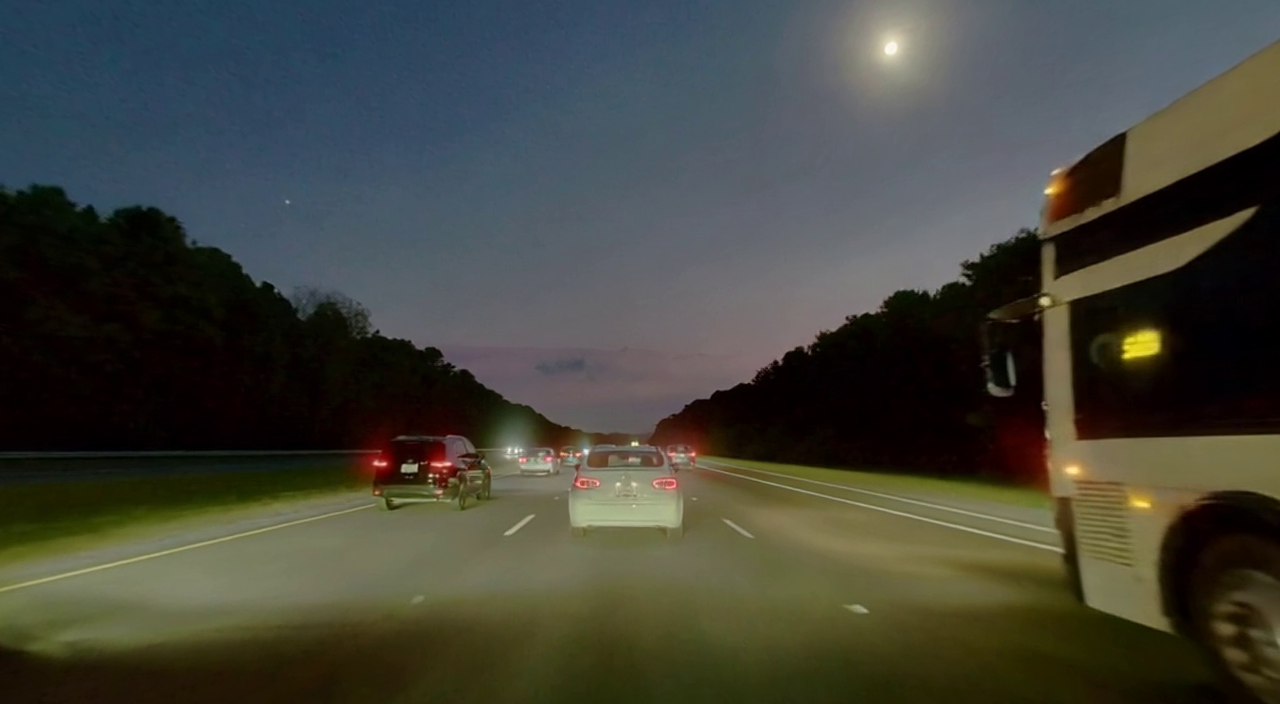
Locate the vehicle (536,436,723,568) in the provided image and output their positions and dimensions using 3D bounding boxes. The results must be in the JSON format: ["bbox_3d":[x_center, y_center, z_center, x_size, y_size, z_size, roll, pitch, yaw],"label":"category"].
[{"bbox_3d":[-0.179,2.036,9.332,2.120,1.478,4.179,0,-9,-2],"label":"vehicle"}]

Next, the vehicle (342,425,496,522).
[{"bbox_3d":[-4.399,2.481,13.307,1.830,1.703,4.142,0,-9,-1],"label":"vehicle"}]
